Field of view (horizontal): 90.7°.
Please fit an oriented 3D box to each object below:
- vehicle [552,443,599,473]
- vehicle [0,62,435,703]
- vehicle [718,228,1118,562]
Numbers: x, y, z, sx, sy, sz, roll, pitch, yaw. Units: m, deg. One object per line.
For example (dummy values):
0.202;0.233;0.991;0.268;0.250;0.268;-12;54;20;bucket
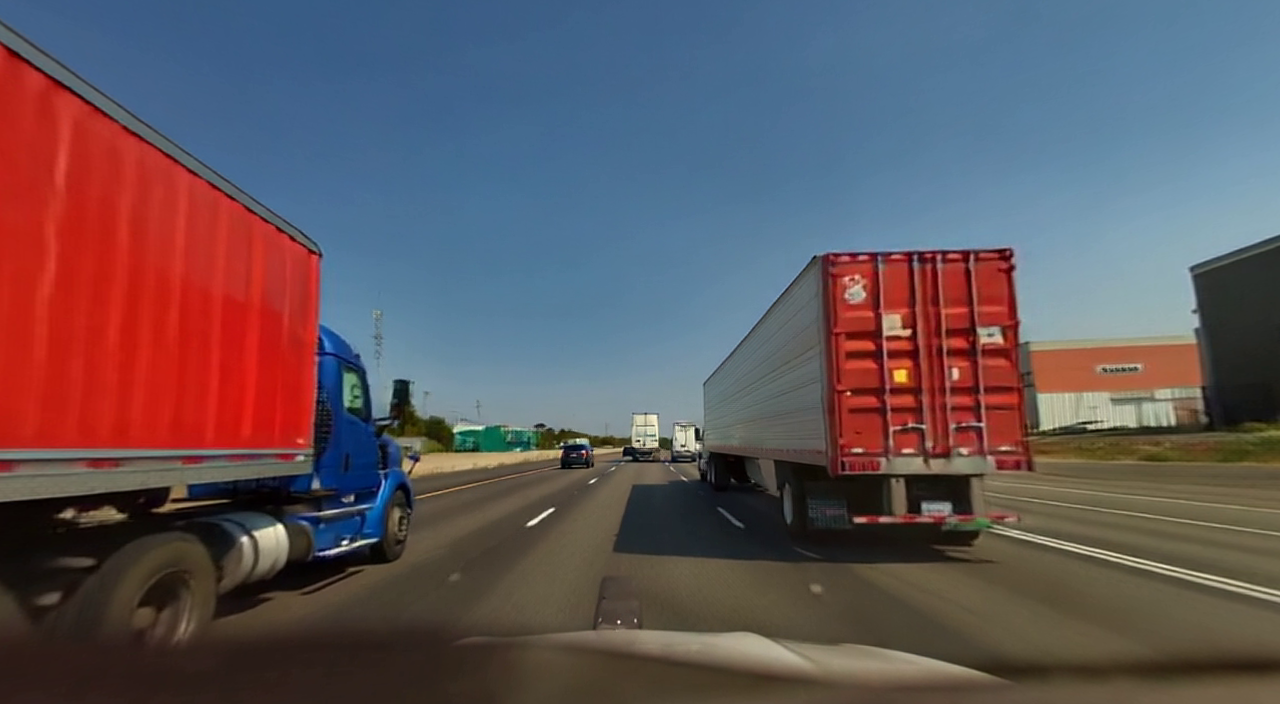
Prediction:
-3.409;5.718;34.318;2.024;1.472;4.014;-1;-9;2;vehicle
-3.809;0.607;4.441;2.557;2.855;6.674;0;-9;-1;vehicle
4.060;1.424;14.187;2.951;3.974;13.340;-1;-9;0;vehicle
